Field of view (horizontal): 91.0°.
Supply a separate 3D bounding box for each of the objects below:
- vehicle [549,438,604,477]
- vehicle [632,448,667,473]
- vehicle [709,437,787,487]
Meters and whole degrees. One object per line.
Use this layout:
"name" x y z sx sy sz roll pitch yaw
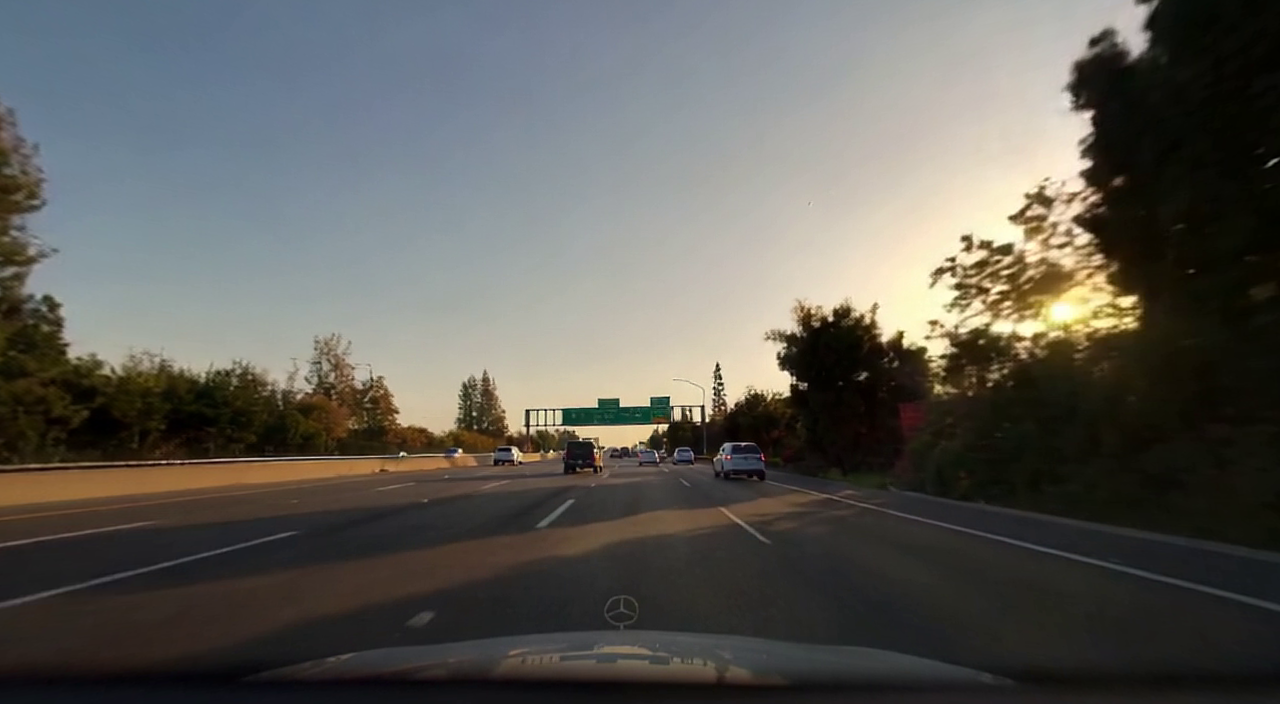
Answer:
"vehicle" -3.343 5.696 34.255 2.449 1.929 5.503 0 -9 -1
"vehicle" 0.604 6.975 40.789 2.126 1.529 4.438 0 -9 1
"vehicle" 4.127 4.314 25.020 2.218 1.776 4.807 0 -9 0
